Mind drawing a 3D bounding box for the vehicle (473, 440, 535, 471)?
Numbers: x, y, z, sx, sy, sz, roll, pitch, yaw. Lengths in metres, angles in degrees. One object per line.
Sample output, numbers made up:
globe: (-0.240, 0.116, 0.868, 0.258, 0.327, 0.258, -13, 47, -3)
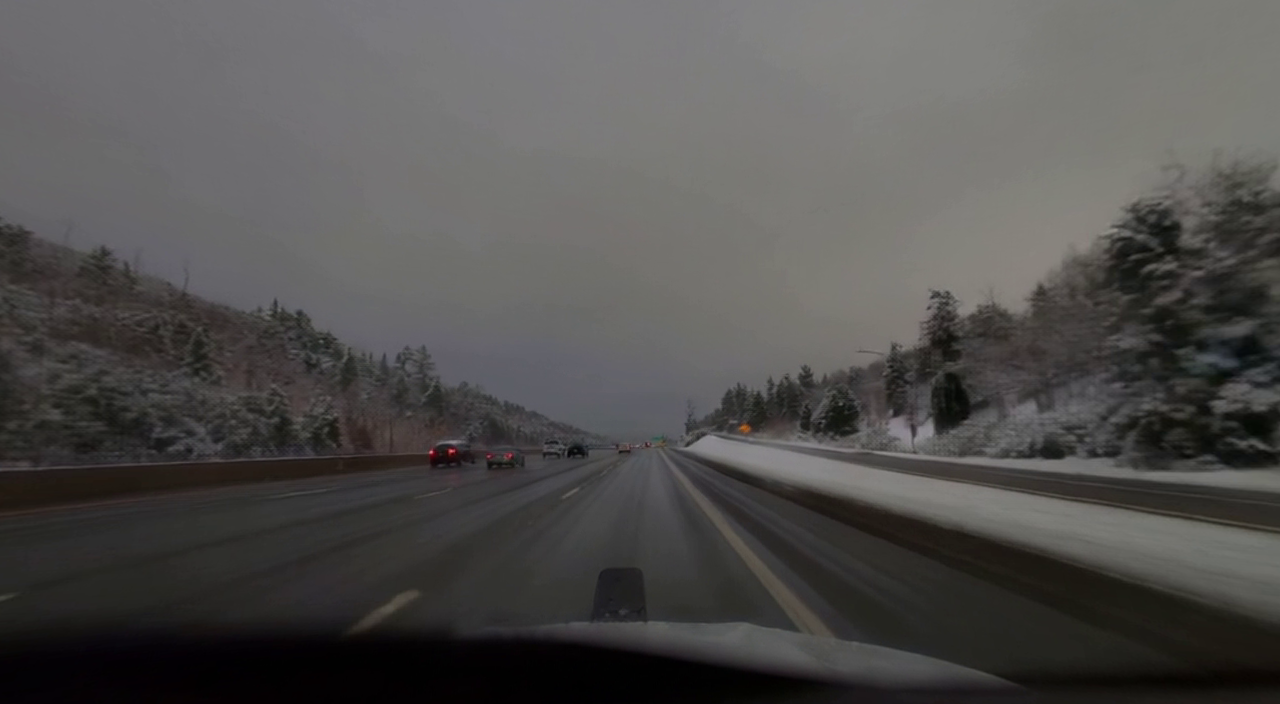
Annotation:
vehicle: (-7.000, 5.366, 32.988, 2.107, 1.484, 4.449, 0, -9, 2)

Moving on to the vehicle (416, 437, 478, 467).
vehicle: (-11.271, 5.857, 37.155, 2.020, 1.645, 4.629, 0, -9, 2)
